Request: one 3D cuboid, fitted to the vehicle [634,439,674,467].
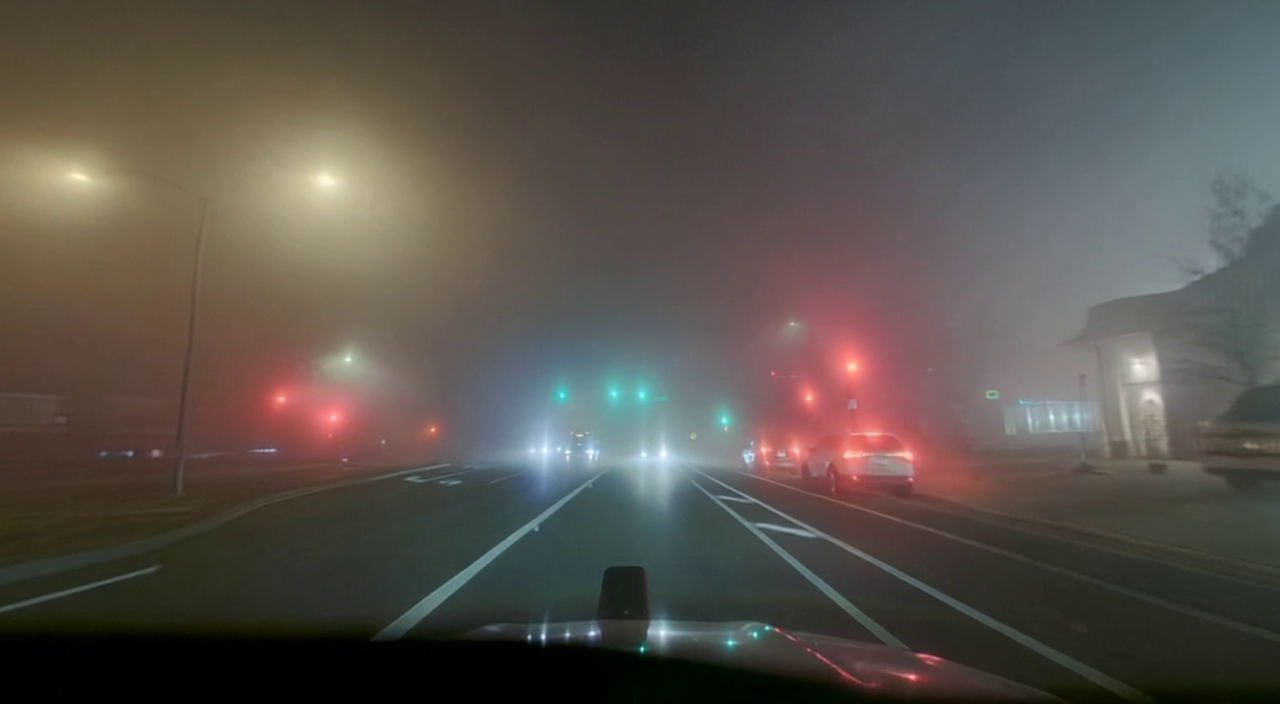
[{"bbox_3d":[0.719,5.602,35.061,2.075,1.480,3.920,0,-8,-1],"label":"vehicle"}]

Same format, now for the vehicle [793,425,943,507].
[{"bbox_3d":[5.616,2.820,16.360,2.069,1.776,4.797,0,-7,0],"label":"vehicle"}]

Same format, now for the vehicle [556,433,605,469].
[{"bbox_3d":[-3.067,5.260,33.506,2.150,1.779,4.423,0,-8,1],"label":"vehicle"}]

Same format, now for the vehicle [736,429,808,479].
[{"bbox_3d":[5.809,4.495,28.365,2.112,1.966,4.642,-1,-7,-1],"label":"vehicle"}]
